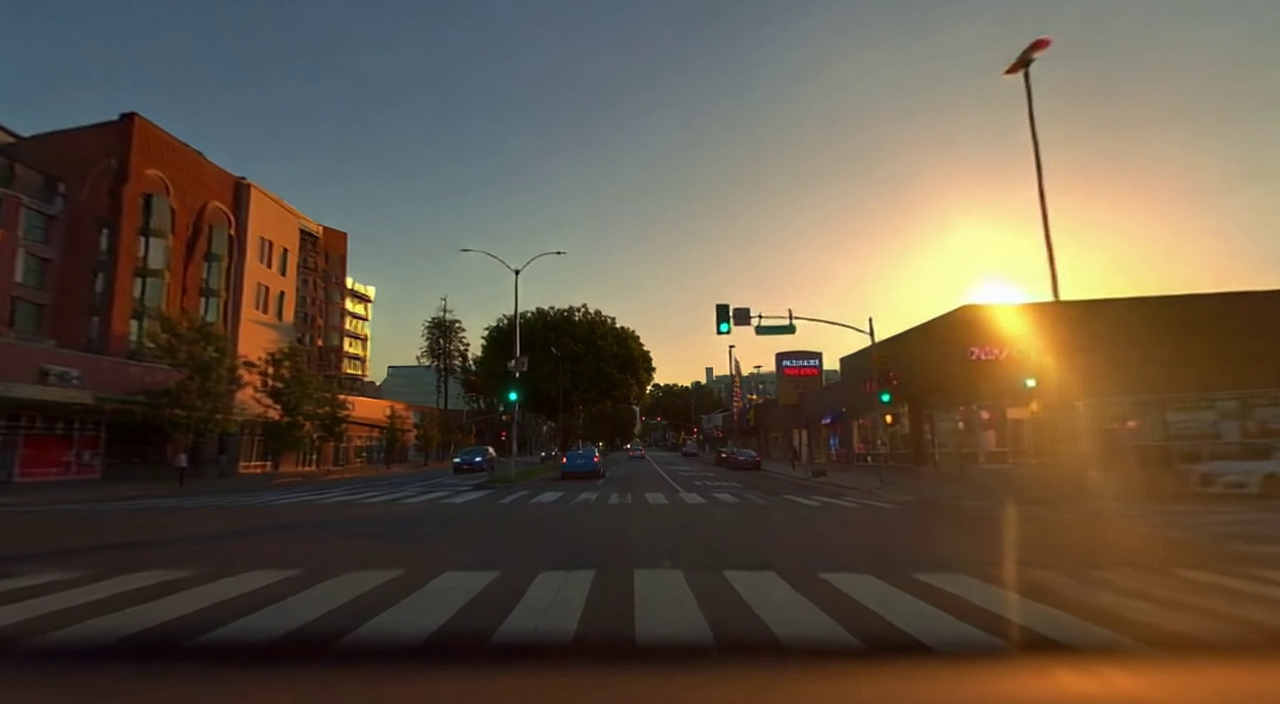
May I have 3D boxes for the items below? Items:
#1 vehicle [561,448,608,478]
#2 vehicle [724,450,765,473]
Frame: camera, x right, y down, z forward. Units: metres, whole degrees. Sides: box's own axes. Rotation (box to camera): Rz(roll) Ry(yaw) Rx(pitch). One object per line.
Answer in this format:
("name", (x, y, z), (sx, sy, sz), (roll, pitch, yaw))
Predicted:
("vehicle", (-2.893, 5.868, 33.685), (2.078, 1.471, 4.217), (0, -9, 0))
("vehicle", (7.209, 7.557, 43.781), (1.968, 1.493, 4.878), (0, -9, -1))
